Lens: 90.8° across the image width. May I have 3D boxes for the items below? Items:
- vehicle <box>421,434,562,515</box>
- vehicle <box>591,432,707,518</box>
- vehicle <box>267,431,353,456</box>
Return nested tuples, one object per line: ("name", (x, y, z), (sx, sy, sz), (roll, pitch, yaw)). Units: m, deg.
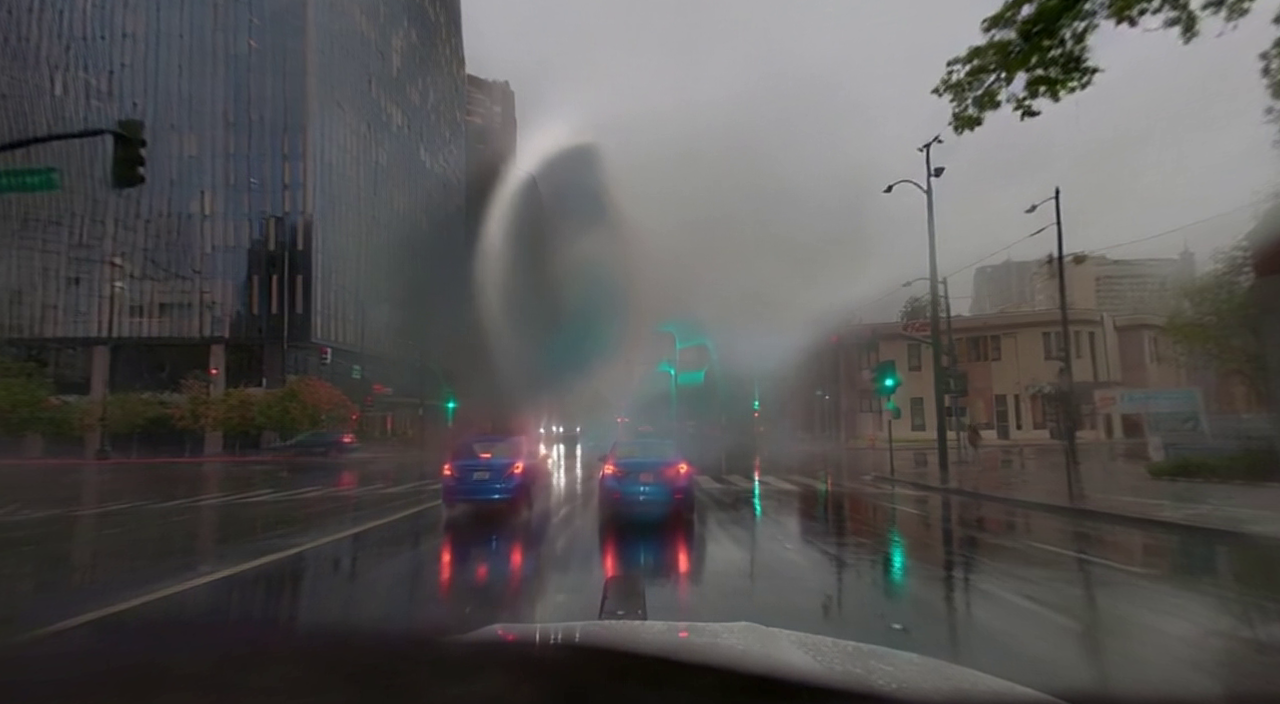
("vehicle", (-3.017, 2.596, 13.977), (1.995, 1.479, 4.627), (0, -8, 0))
("vehicle", (0.129, 2.417, 12.940), (2.016, 1.478, 3.795), (0, -8, -1))
("vehicle", (-21.337, 5.960, 41.075), (4.533, 1.520, 1.887), (2, -9, -13))
